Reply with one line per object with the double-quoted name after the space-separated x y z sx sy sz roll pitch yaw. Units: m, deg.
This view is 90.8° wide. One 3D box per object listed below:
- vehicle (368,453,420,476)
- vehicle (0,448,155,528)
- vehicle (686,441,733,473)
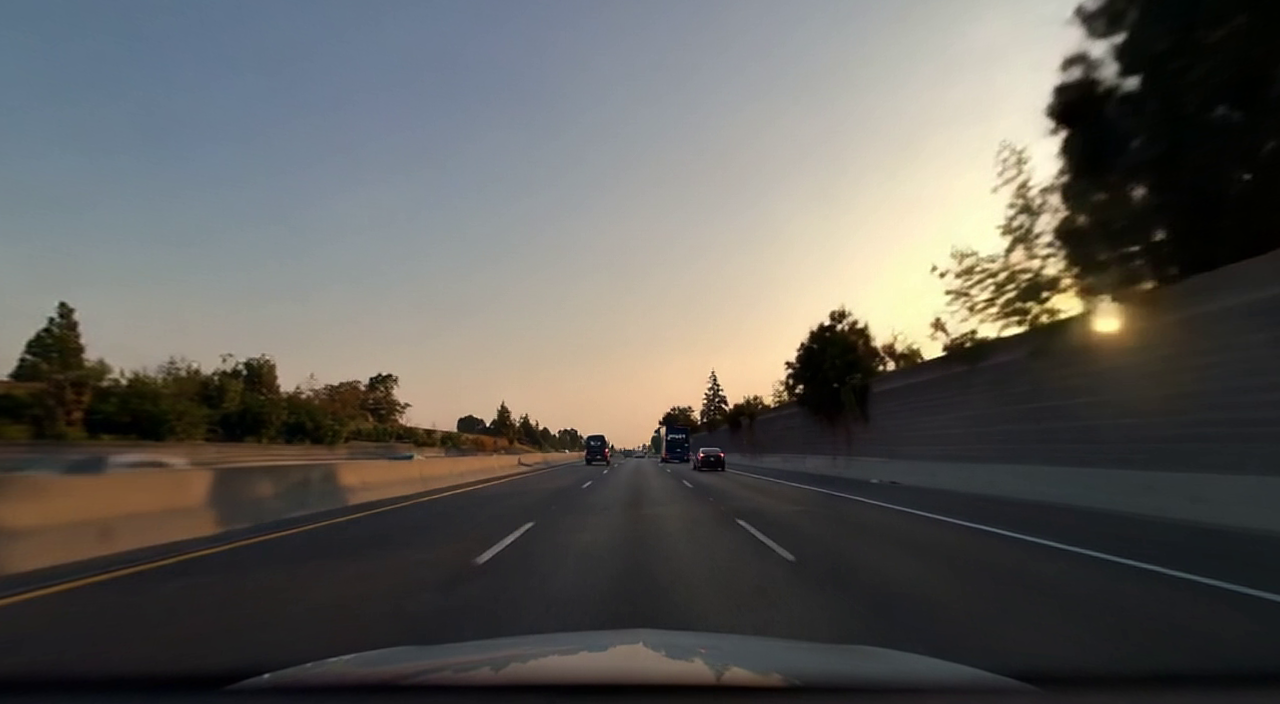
-16.665 7.620 43.025 1.845 1.436 4.135 -1 -9 1 "vehicle"
-12.901 2.771 13.231 1.931 1.484 4.452 0 -9 -1 "vehicle"
3.858 5.917 35.698 2.066 1.638 4.158 0 -9 -2 "vehicle"
